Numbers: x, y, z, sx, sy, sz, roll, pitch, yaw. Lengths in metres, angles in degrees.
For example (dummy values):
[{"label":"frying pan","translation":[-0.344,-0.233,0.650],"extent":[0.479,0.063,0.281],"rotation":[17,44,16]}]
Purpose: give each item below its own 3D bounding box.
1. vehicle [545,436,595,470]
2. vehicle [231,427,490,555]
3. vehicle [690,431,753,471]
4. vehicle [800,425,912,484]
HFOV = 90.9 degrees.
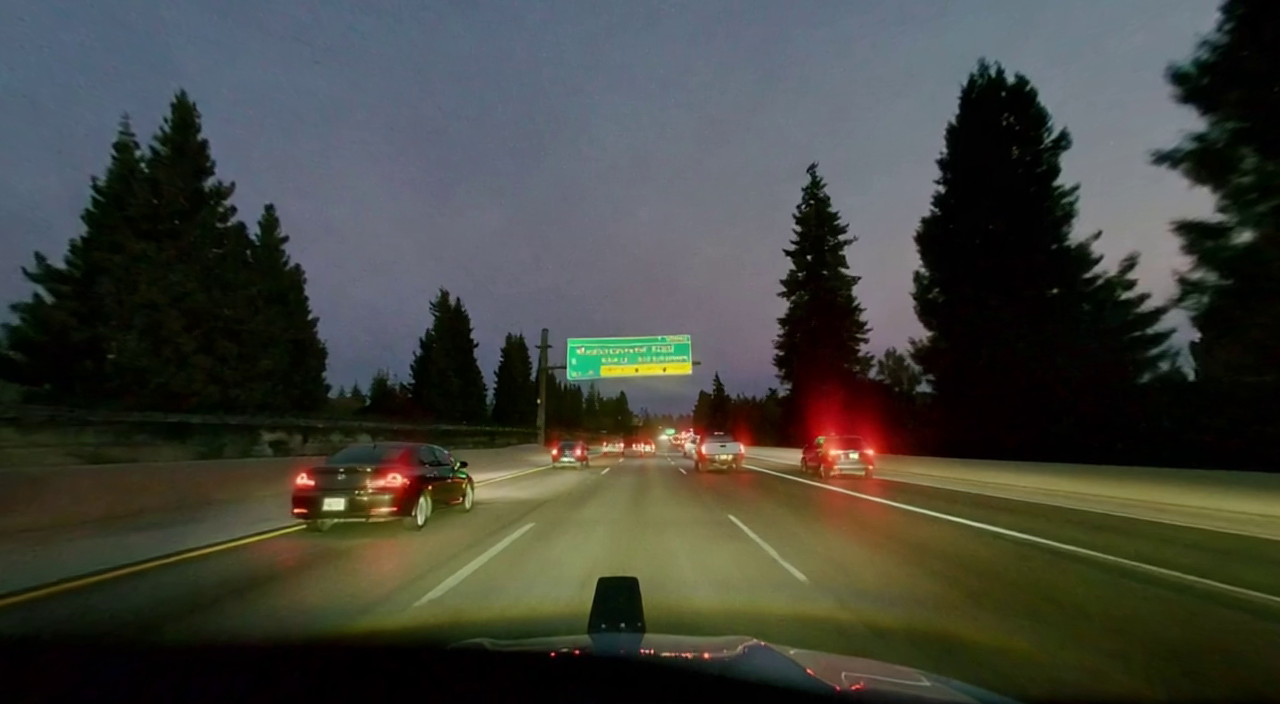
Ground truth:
[{"label":"vehicle","translation":[-3.510,5.148,32.351],"extent":[2.020,1.628,4.248],"rotation":[0,-8,1]},{"label":"vehicle","translation":[-3.772,1.936,9.481],"extent":[1.978,1.473,4.073],"rotation":[0,-8,1]},{"label":"vehicle","translation":[4.201,5.236,33.506],"extent":[2.517,1.935,5.552],"rotation":[0,-8,-1]},{"label":"vehicle","translation":[7.989,3.868,24.089],"extent":[2.291,1.968,5.662],"rotation":[0,-8,0]}]
